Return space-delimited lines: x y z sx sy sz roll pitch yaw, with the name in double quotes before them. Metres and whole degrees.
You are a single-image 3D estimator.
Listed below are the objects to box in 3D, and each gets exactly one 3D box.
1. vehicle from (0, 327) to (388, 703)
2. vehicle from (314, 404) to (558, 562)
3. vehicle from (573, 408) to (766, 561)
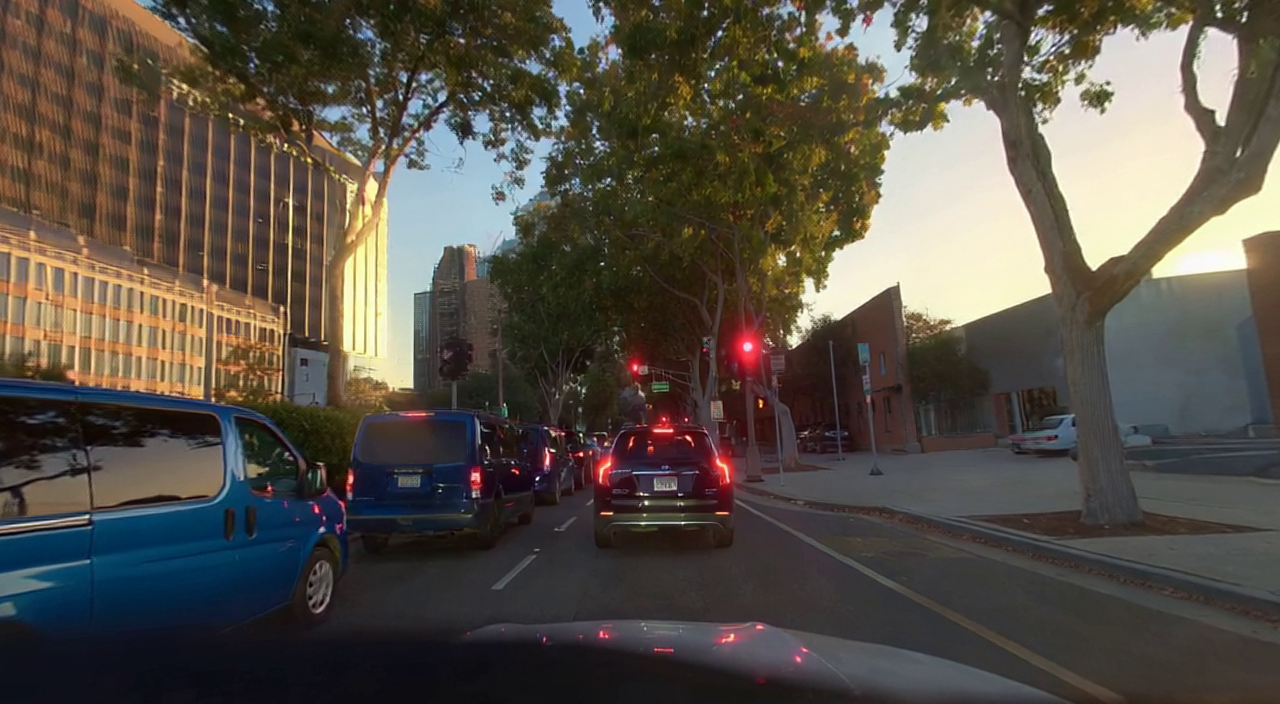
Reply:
"vehicle" -3.177 0.979 3.481 1.940 1.722 3.823 0 -8 0
"vehicle" -2.654 1.841 9.607 2.124 1.799 4.587 0 -8 1
"vehicle" 0.359 1.811 9.254 2.205 1.727 3.917 0 -8 1
